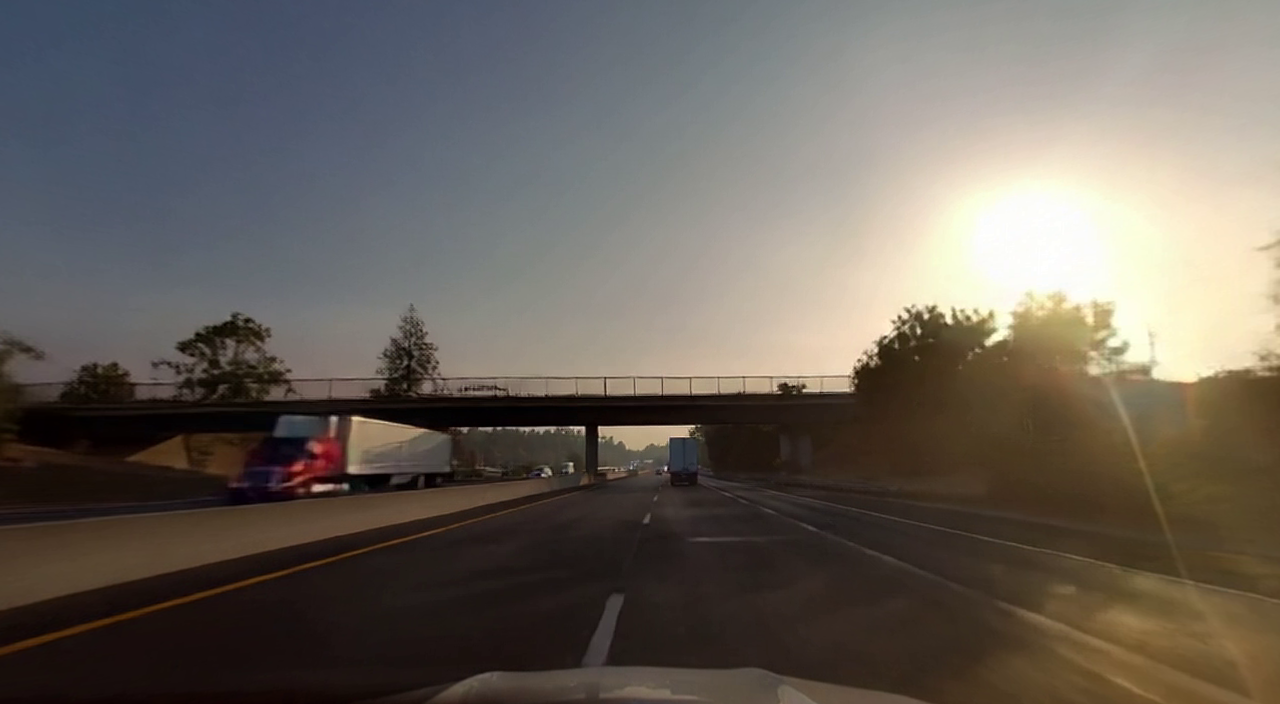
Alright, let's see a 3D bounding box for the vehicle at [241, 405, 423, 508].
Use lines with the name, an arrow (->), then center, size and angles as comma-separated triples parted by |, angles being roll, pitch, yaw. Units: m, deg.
vehicle -> -13.776, 5.008, 29.719 | 2.906, 3.916, 10.242 | 0, -11, 2
